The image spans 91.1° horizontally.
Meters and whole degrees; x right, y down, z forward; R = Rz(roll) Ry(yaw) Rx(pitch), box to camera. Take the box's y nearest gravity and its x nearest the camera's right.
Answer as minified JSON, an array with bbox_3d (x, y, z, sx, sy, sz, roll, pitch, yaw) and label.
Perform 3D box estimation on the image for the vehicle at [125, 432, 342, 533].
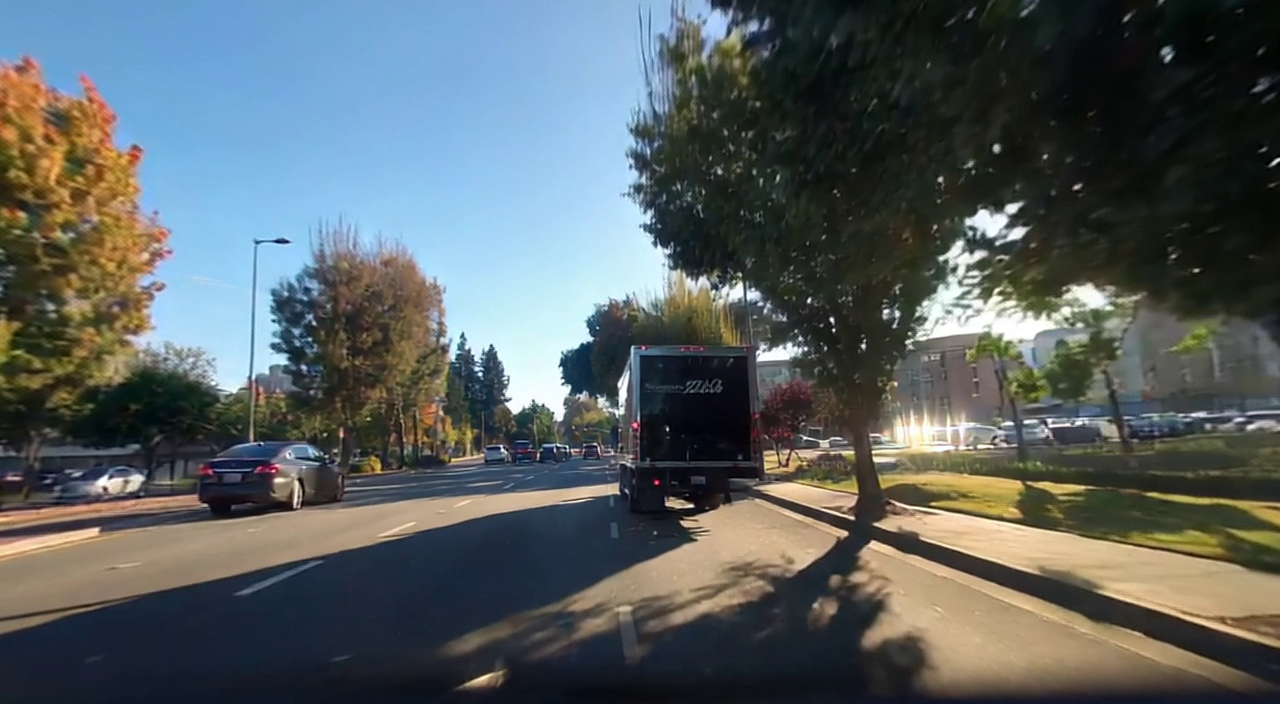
[{"bbox_3d":[-7.905,2.509,12.824,1.958,1.672,4.283,1,-8,-7],"label":"vehicle"}]

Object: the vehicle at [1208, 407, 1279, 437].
[{"bbox_3d":[38.578,4.364,38.785,1.858,1.687,5.044,0,-9,-6],"label":"vehicle"}]

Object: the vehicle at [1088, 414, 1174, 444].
[{"bbox_3d":[29.476,4.685,37.831,1.827,1.498,3.785,-5,-8,-6],"label":"vehicle"}]

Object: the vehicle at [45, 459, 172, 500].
[{"bbox_3d":[-25.885,6.206,30.861,2.180,1.681,4.770,0,-8,-3],"label":"vehicle"}]

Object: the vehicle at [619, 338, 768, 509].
[{"bbox_3d":[1.010,2.132,17.913,2.905,3.644,8.807,1,-8,-4],"label":"vehicle"}]

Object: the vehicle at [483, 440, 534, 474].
[{"bbox_3d":[-7.416,5.931,35.824,2.095,1.759,4.433,0,-8,-2],"label":"vehicle"}]

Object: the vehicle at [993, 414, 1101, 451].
[{"bbox_3d":[24.233,4.893,37.739,2.220,1.981,5.827,3,-8,-5],"label":"vehicle"}]

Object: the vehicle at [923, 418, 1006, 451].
[{"bbox_3d":[18.934,4.900,36.871,1.880,1.804,4.679,1,-9,-8],"label":"vehicle"}]

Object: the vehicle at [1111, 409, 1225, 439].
[{"bbox_3d":[32.416,4.520,38.836,2.039,1.714,5.431,1,-8,-5],"label":"vehicle"}]
